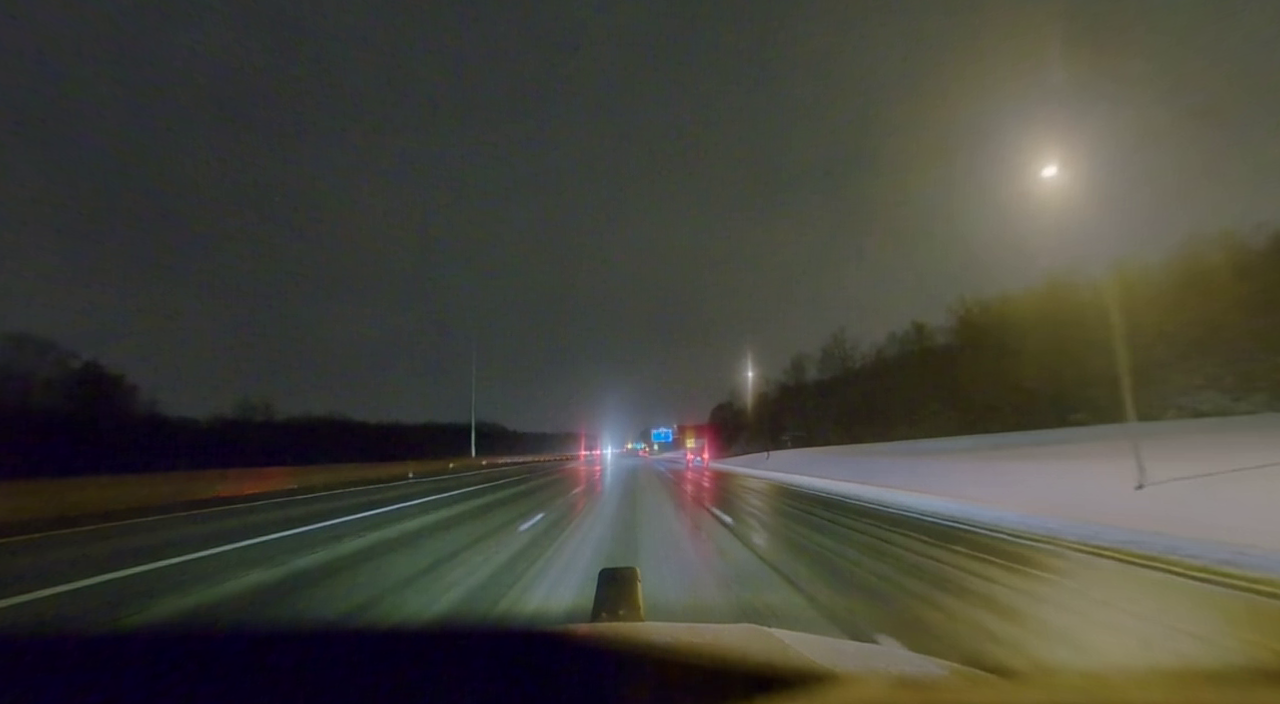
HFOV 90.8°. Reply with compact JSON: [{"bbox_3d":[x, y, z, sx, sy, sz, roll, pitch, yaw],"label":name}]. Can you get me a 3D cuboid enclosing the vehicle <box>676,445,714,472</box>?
[{"bbox_3d":[3.766,7.416,44.064,2.133,1.746,4.511,0,-9,-1],"label":"vehicle"}]
